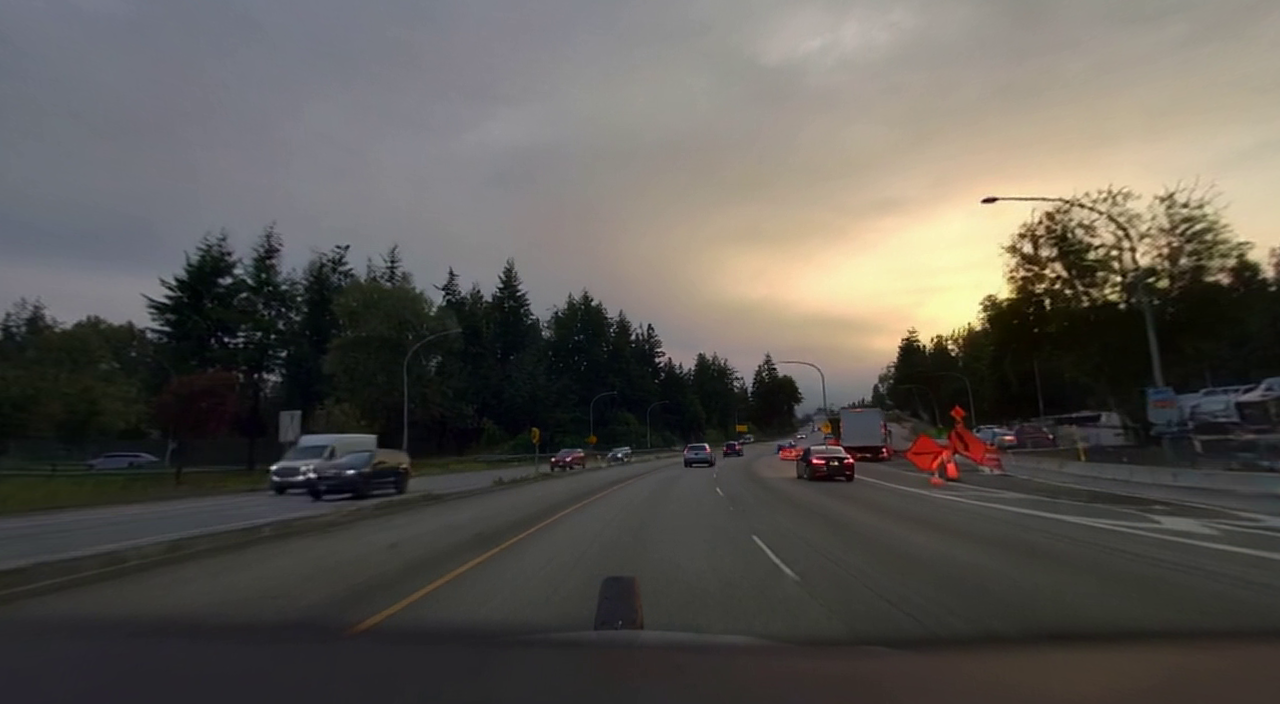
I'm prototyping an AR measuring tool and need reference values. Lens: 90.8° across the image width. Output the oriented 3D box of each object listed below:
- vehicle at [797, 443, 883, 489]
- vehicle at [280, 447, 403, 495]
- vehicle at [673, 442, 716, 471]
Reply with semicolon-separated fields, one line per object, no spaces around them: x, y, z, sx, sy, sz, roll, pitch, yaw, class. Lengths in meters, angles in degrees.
7.045;4.029;22.735;2.044;1.474;4.083;-1;-9;5;vehicle
-10.908;4.351;23.558;1.903;1.593;4.593;-1;-9;7;vehicle
3.387;6.364;38.633;2.201;1.676;4.541;-2;-9;10;vehicle
